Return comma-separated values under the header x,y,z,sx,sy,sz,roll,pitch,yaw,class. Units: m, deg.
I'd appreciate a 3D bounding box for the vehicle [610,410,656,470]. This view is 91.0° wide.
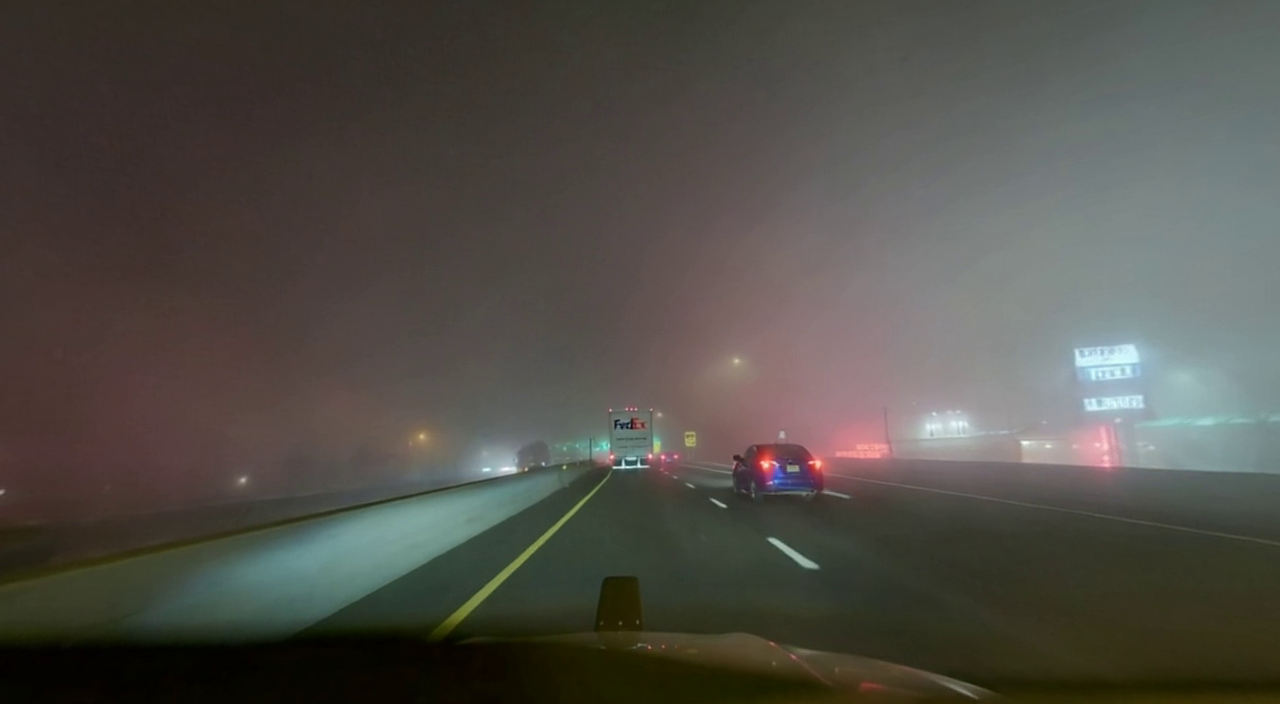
x,y,z,sx,sy,sz,roll,pitch,yaw,class
-0.652,6.999,49.752,3.243,4.134,11.656,0,-9,-2,vehicle

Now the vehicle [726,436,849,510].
x,y,z,sx,sy,sz,roll,pitch,yaw,class
3.448,2.907,15.618,1.966,1.558,4.238,0,-9,-1,vehicle
